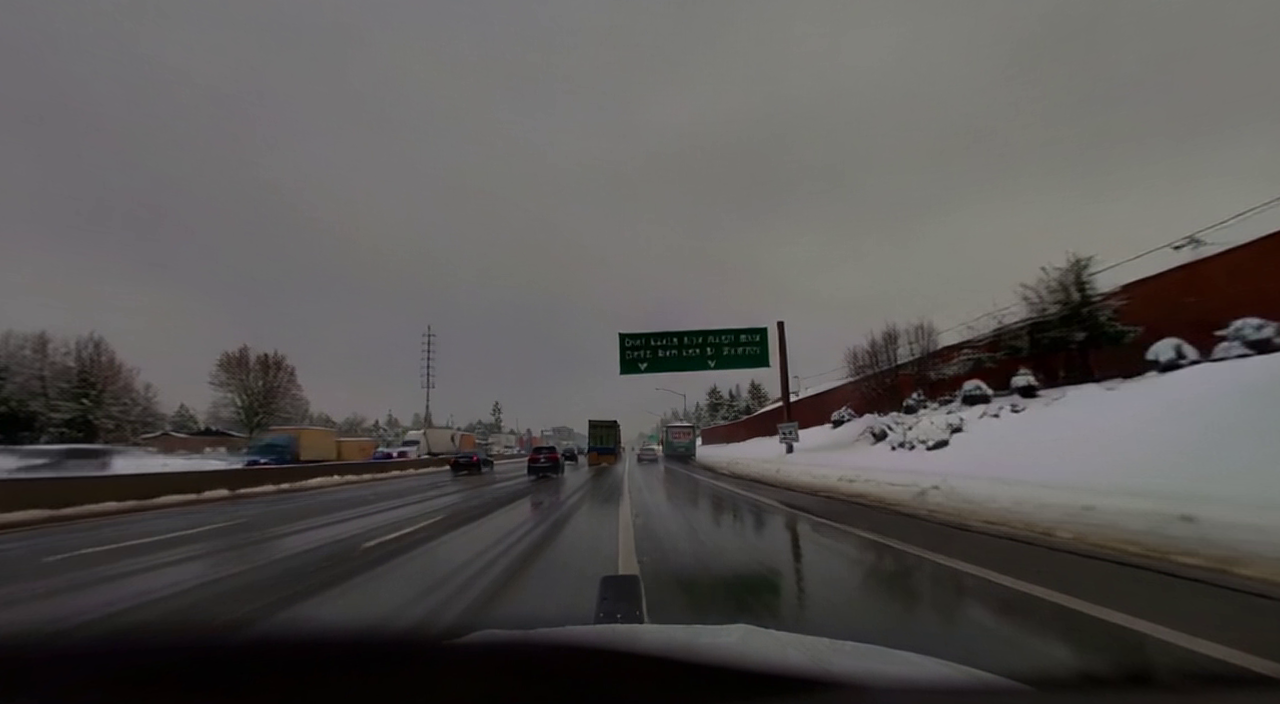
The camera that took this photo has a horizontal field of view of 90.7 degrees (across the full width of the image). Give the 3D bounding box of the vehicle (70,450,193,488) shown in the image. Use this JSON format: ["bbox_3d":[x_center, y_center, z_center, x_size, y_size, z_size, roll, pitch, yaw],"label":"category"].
[{"bbox_3d":[-22.270,5.121,28.003,1.798,1.496,4.490,0,-9,-2],"label":"vehicle"}]

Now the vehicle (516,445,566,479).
[{"bbox_3d":[-5.147,5.772,33.395,2.132,1.679,4.045,0,-9,-3],"label":"vehicle"}]

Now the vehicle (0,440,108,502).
[{"bbox_3d":[-18.163,3.351,18.019,2.030,1.629,4.673,0,-9,-2],"label":"vehicle"}]

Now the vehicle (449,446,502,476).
[{"bbox_3d":[-10.208,6.786,39.611,2.129,1.717,4.593,0,-9,0],"label":"vehicle"}]

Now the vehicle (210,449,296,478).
[{"bbox_3d":[-26.292,7.542,43.313,2.212,1.805,5.949,0,-9,-1],"label":"vehicle"}]
